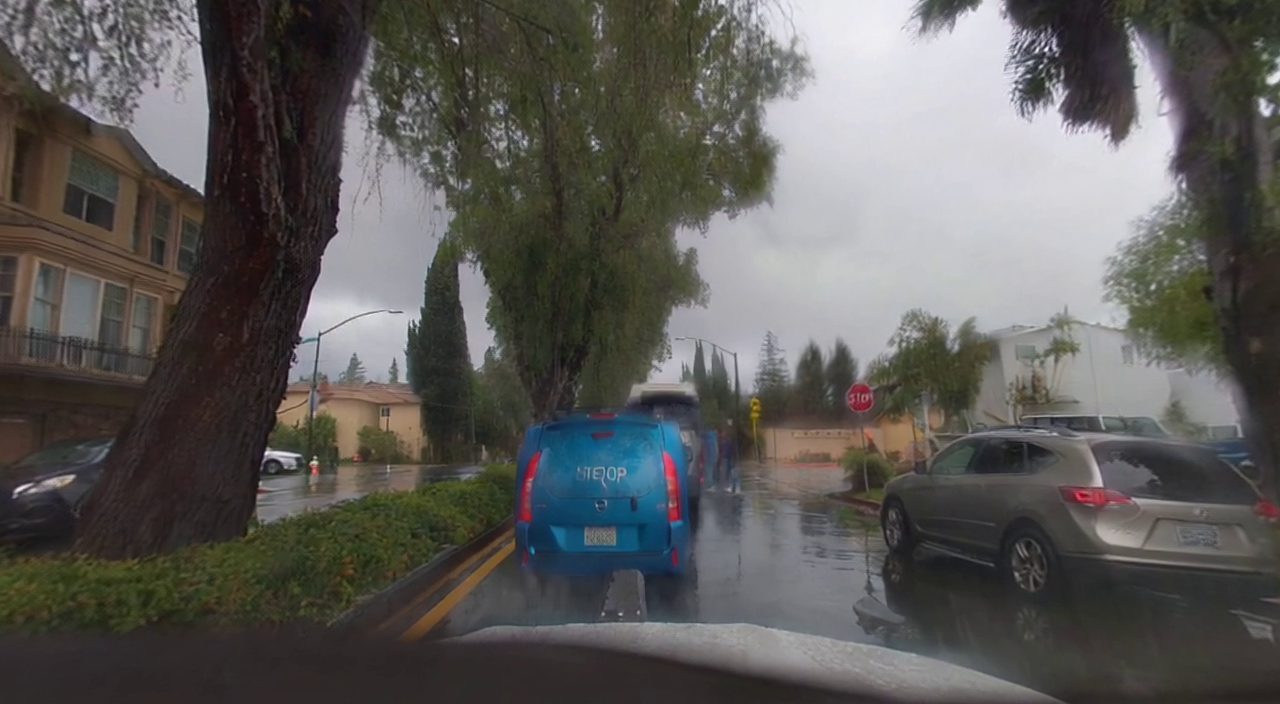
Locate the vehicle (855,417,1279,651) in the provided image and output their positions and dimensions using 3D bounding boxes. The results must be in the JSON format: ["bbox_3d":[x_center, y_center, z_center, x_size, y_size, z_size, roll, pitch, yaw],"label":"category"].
[{"bbox_3d":[4.219,1.678,6.904,1.959,1.581,4.731,4,-9,-2],"label":"vehicle"}]

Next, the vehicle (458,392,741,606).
[{"bbox_3d":[-0.349,1.583,7.705,2.377,1.787,4.652,0,-8,0],"label":"vehicle"}]

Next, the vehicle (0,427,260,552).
[{"bbox_3d":[-8.291,2.017,10.053,1.825,1.532,4.083,-3,-7,2],"label":"vehicle"}]
